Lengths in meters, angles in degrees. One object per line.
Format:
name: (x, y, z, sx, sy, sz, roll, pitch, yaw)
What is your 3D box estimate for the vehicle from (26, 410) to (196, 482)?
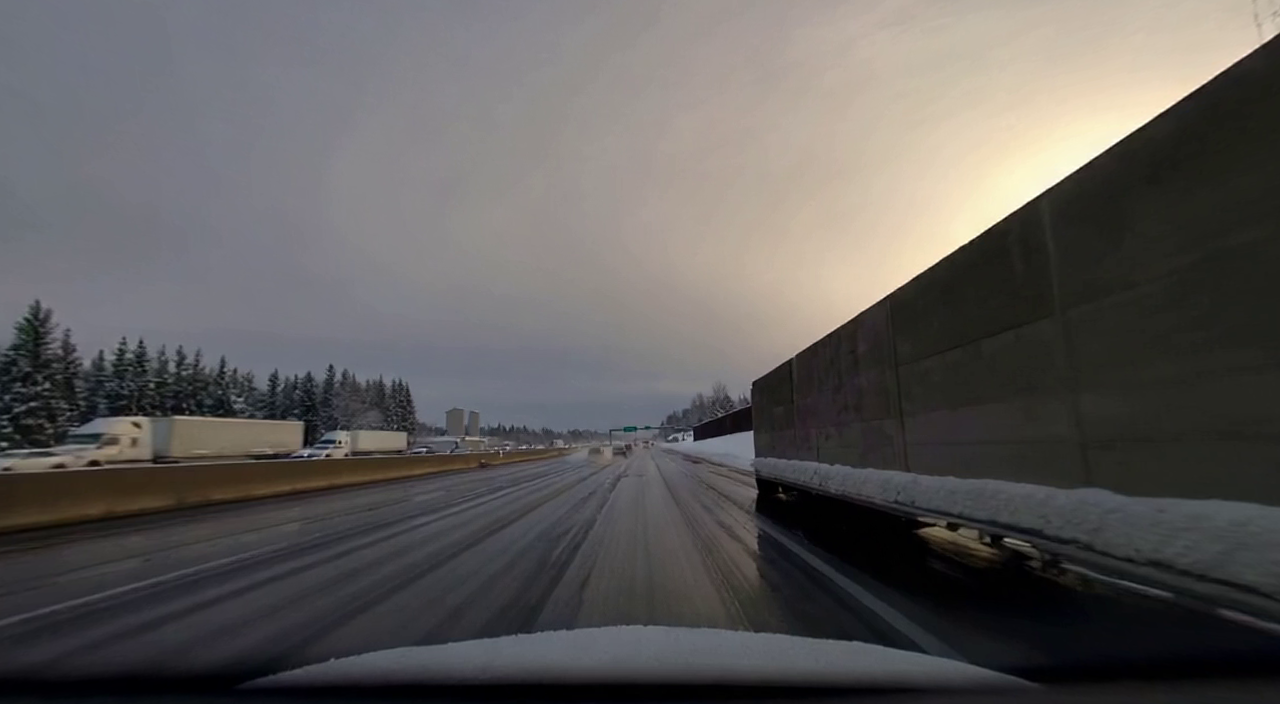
vehicle: (-31.915, 5.734, 38.722, 2.974, 3.934, 8.302, 0, -8, 1)

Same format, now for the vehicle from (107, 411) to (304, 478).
vehicle: (-31.807, 7.035, 48.106, 2.877, 4.155, 16.730, 0, -8, 1)
